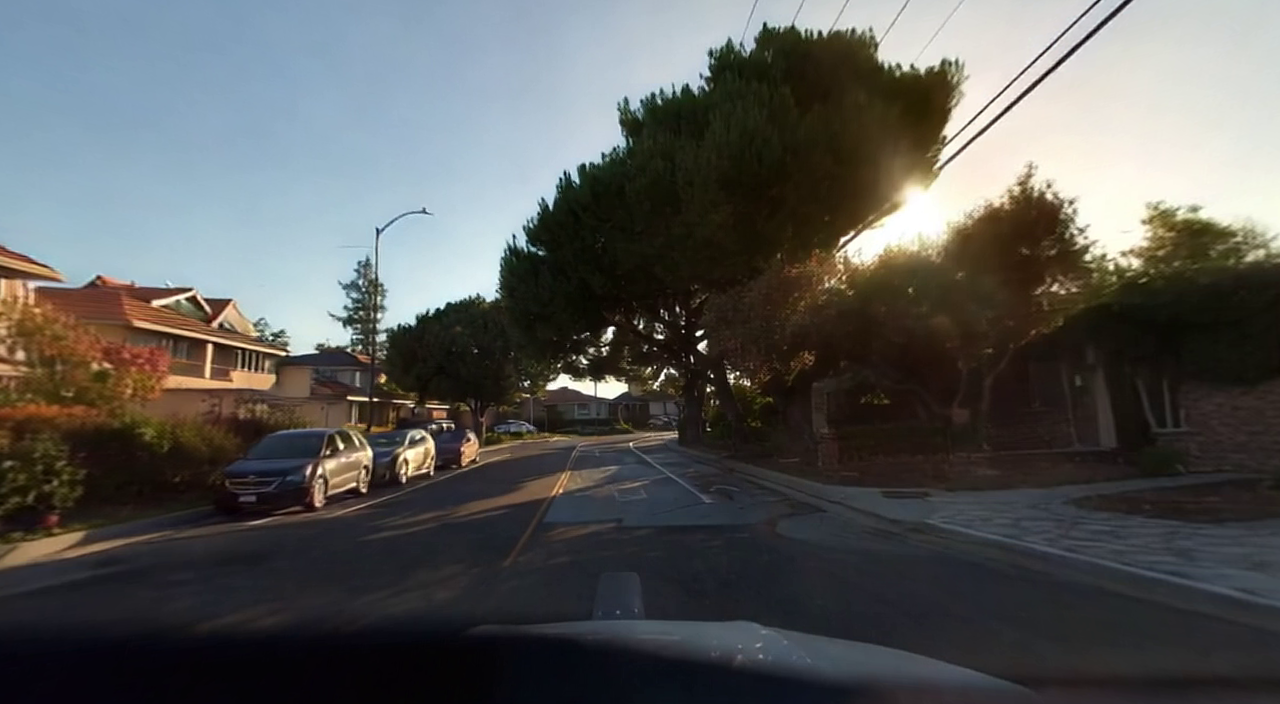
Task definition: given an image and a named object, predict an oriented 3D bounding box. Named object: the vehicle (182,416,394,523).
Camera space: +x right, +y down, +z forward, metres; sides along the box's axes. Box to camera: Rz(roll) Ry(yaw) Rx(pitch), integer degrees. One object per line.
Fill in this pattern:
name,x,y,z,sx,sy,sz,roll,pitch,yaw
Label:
vehicle,-6.789,2.272,12.827,2.147,1.780,4.165,0,-8,-5
